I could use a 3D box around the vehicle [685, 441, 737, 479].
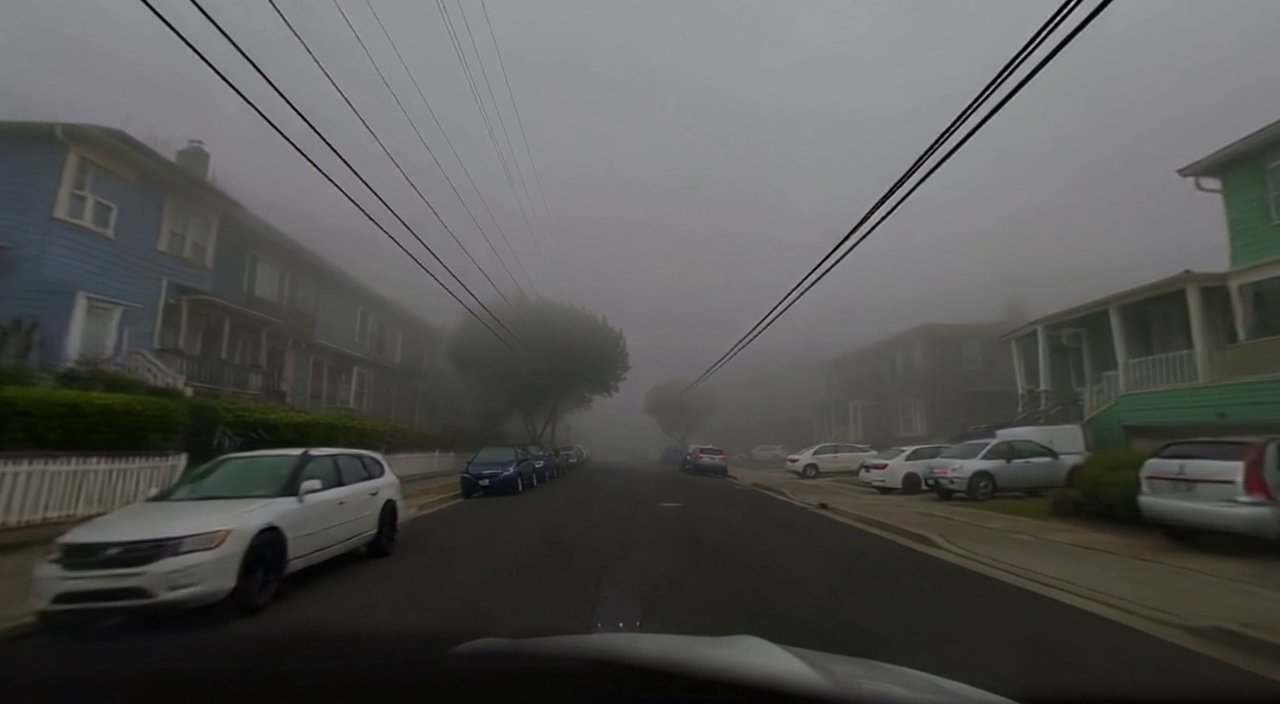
[{"bbox_3d":[3.186,4.933,29.094,1.916,1.587,3.986,0,-8,0],"label":"vehicle"}]

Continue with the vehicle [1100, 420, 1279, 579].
[{"bbox_3d":[8.203,1.561,7.143,4.594,1.512,1.824,0,-8,-2],"label":"vehicle"}]

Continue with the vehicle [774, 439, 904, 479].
[{"bbox_3d":[7.689,4.179,24.757,4.480,1.497,1.884,0,-8,1],"label":"vehicle"}]

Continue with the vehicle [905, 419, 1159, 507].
[{"bbox_3d":[8.764,2.498,14.415,4.512,1.841,1.912,1,-8,-4],"label":"vehicle"}]

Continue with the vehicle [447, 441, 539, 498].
[{"bbox_3d":[-4.255,3.453,19.018,1.745,1.490,4.304,0,-8,0],"label":"vehicle"}]

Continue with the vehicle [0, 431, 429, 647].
[{"bbox_3d":[-4.062,1.636,6.748,1.925,1.463,4.700,0,-8,1],"label":"vehicle"}]
